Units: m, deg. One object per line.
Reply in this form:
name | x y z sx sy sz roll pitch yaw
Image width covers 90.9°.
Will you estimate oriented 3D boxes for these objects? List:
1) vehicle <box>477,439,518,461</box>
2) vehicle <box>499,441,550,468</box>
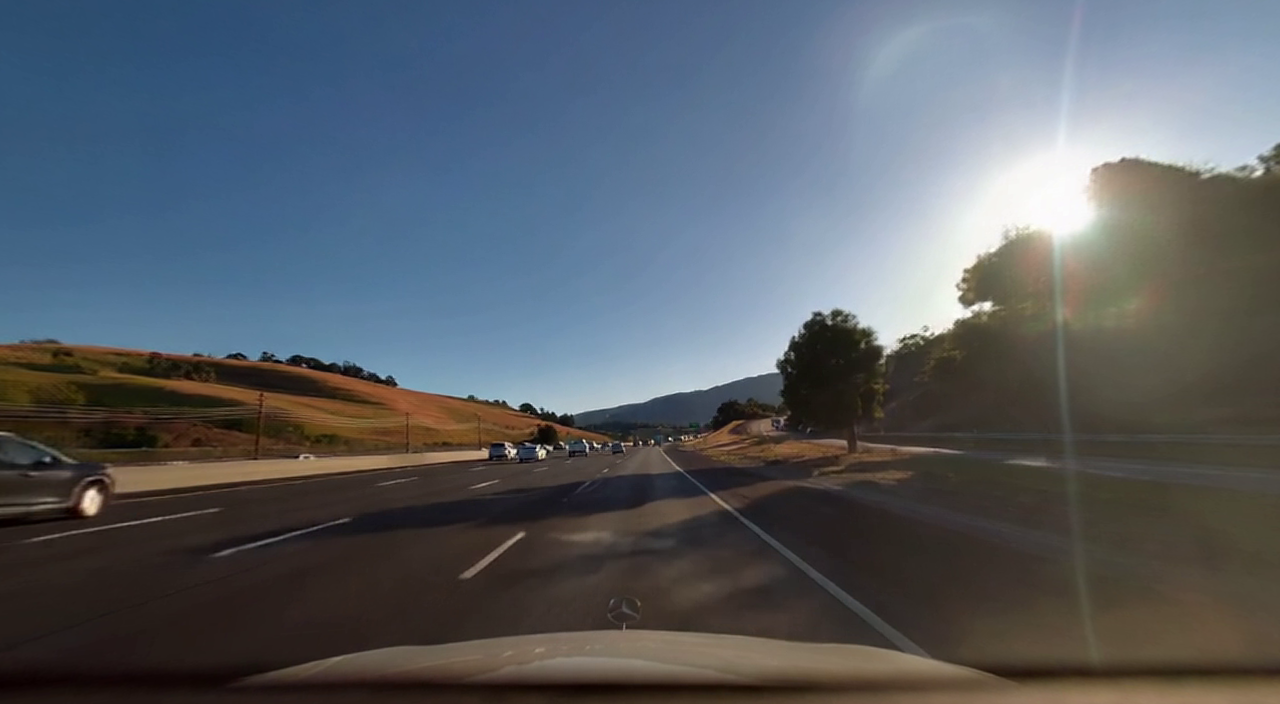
vehicle | -11.141 7.702 49.476 2.020 1.645 4.629 0 -9 1
vehicle | -6.851 6.102 37.822 2.107 1.484 4.449 0 -9 1
